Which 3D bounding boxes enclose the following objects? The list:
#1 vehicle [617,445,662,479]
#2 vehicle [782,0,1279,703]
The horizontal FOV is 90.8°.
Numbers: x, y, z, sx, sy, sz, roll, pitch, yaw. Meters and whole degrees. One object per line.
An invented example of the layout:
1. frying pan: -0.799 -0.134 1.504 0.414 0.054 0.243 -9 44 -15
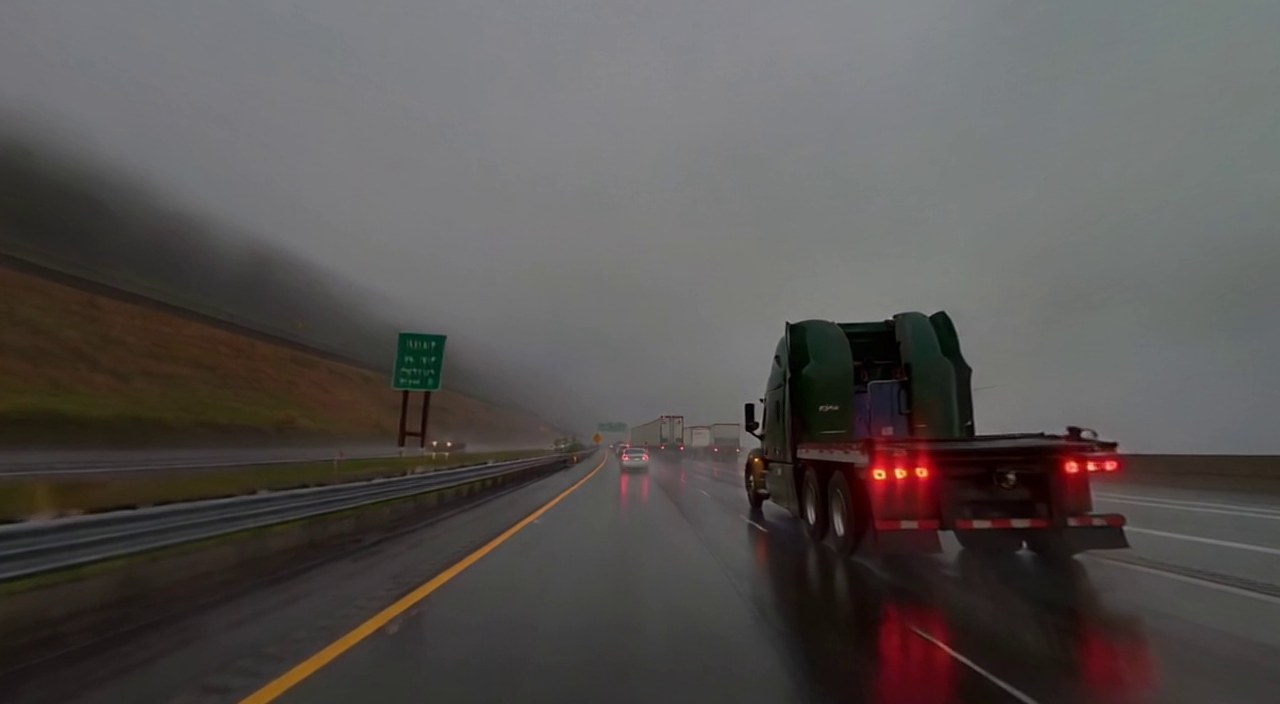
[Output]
1. vehicle: -0.051 4.993 28.828 1.927 1.437 3.794 0 -9 -1
2. vehicle: 3.611 -0.227 2.662 2.874 4.065 14.243 0 -9 1
